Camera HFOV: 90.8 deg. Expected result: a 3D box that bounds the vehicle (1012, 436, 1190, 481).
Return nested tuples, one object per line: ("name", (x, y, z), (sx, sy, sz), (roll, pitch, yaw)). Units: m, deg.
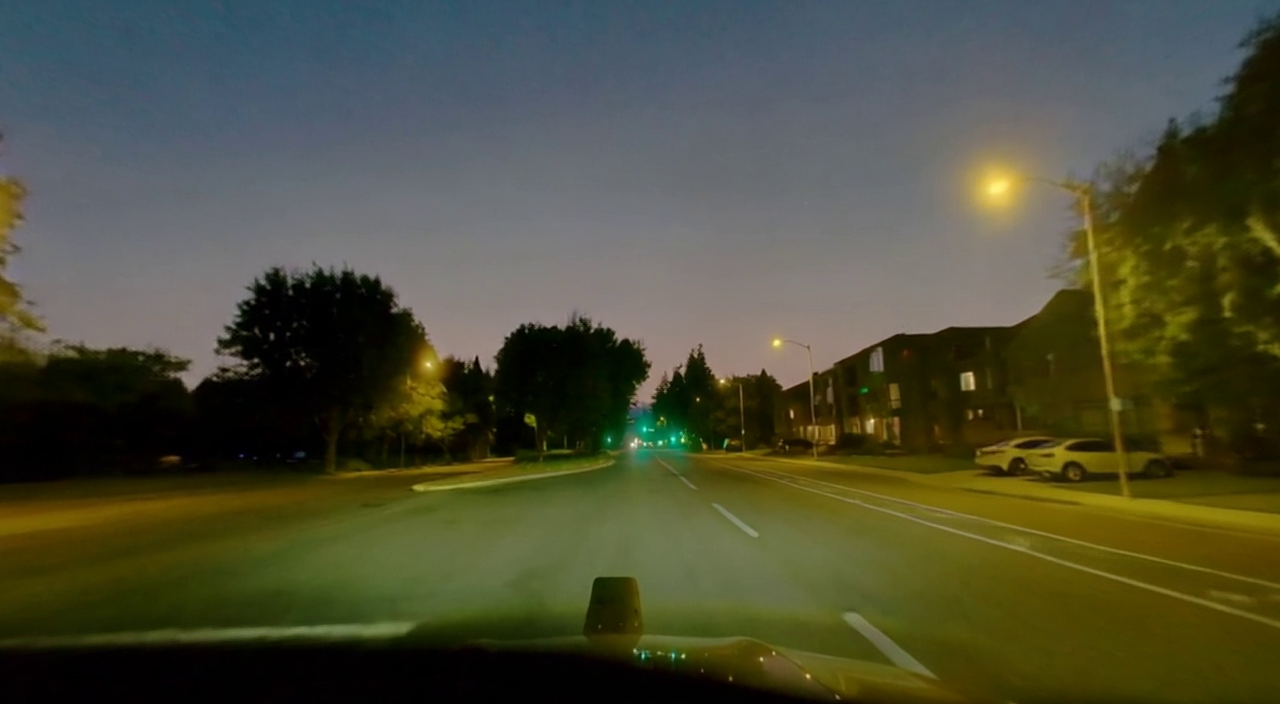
("vehicle", (15.818, 3.664, 21.880), (4.592, 1.472, 2.009), (0, -9, -1))
